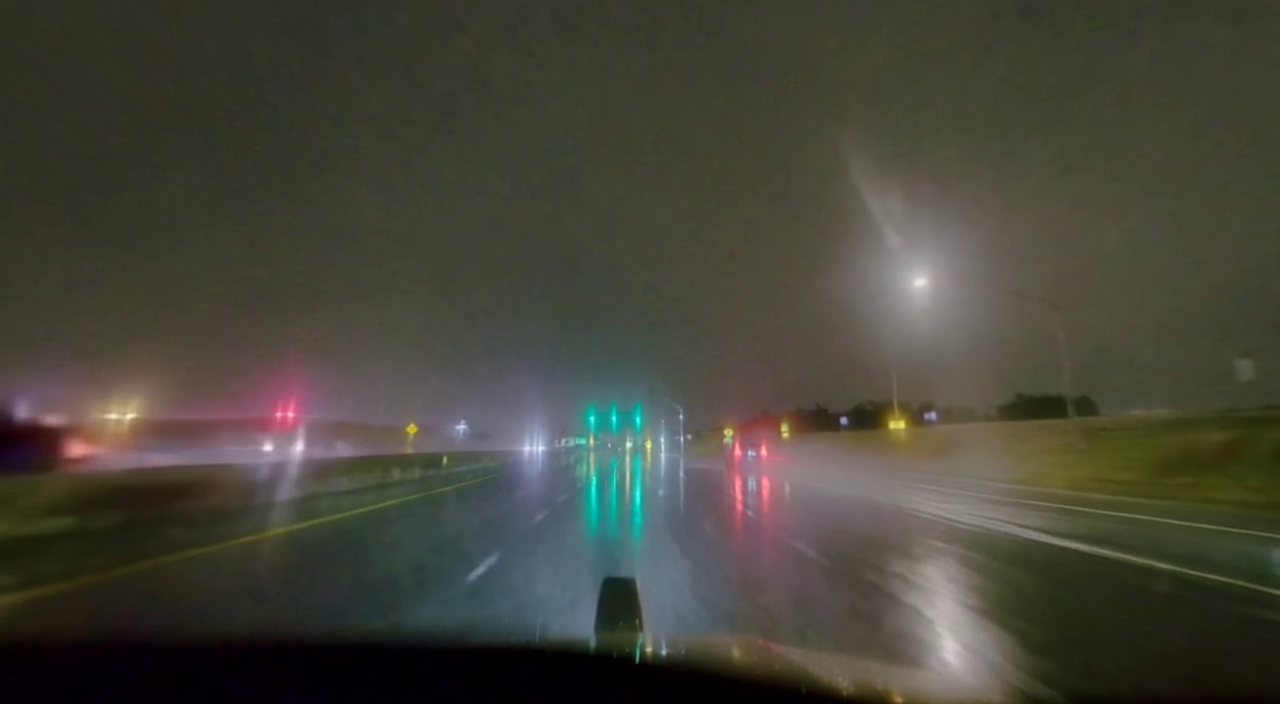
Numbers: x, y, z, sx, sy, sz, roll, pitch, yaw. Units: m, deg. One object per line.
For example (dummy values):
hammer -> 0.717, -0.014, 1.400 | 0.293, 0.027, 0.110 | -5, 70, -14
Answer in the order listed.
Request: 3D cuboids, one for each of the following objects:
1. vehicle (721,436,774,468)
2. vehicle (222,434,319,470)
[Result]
vehicle -> 6.146, 5.828, 36.757 | 2.104, 1.723, 4.538 | 1, -9, -2
vehicle -> -18.192, 4.961, 31.426 | 1.924, 1.597, 4.899 | 1, -9, -1
